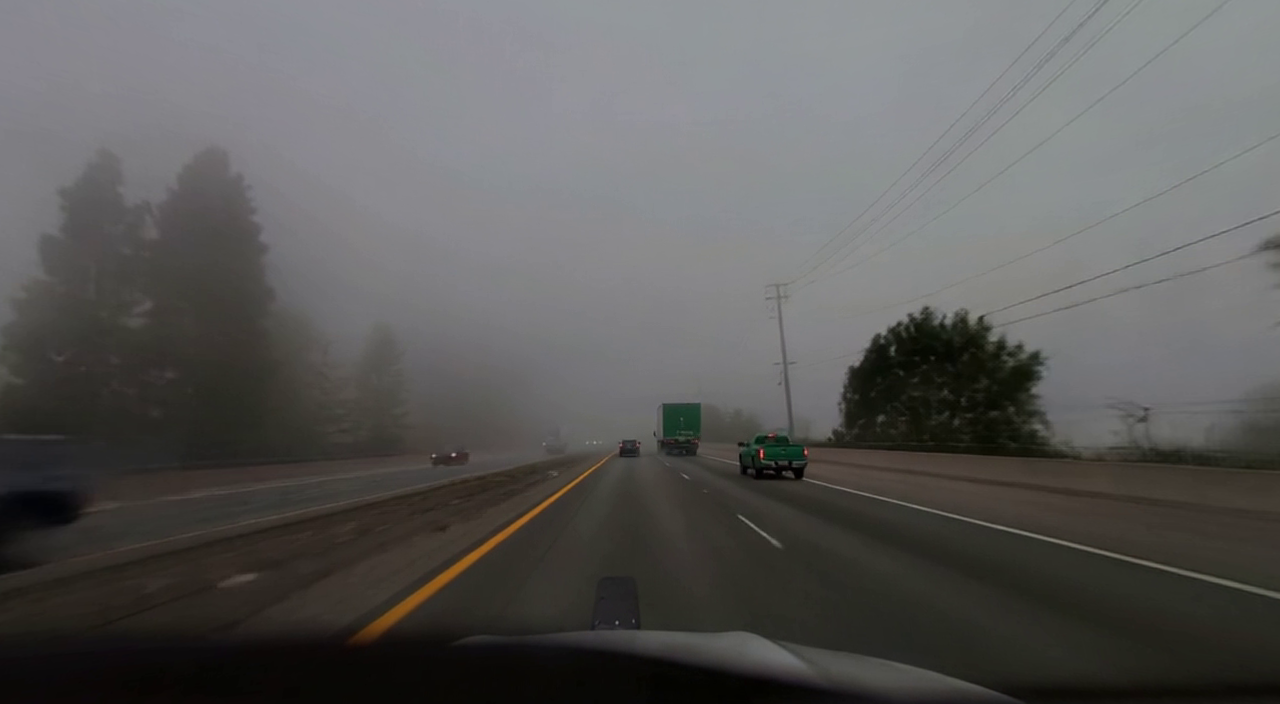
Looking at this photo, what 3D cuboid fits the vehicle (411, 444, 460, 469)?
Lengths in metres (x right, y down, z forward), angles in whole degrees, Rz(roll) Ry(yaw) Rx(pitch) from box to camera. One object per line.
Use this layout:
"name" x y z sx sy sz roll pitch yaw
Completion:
"vehicle" -13.673 6.964 42.417 1.837 1.523 4.377 0 -8 -1

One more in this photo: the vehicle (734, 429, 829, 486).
"vehicle" 4.259 3.202 19.597 1.930 1.573 3.853 0 -8 -2

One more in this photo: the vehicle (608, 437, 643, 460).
"vehicle" -0.960 6.325 41.612 2.163 1.466 3.693 0 -8 -1
